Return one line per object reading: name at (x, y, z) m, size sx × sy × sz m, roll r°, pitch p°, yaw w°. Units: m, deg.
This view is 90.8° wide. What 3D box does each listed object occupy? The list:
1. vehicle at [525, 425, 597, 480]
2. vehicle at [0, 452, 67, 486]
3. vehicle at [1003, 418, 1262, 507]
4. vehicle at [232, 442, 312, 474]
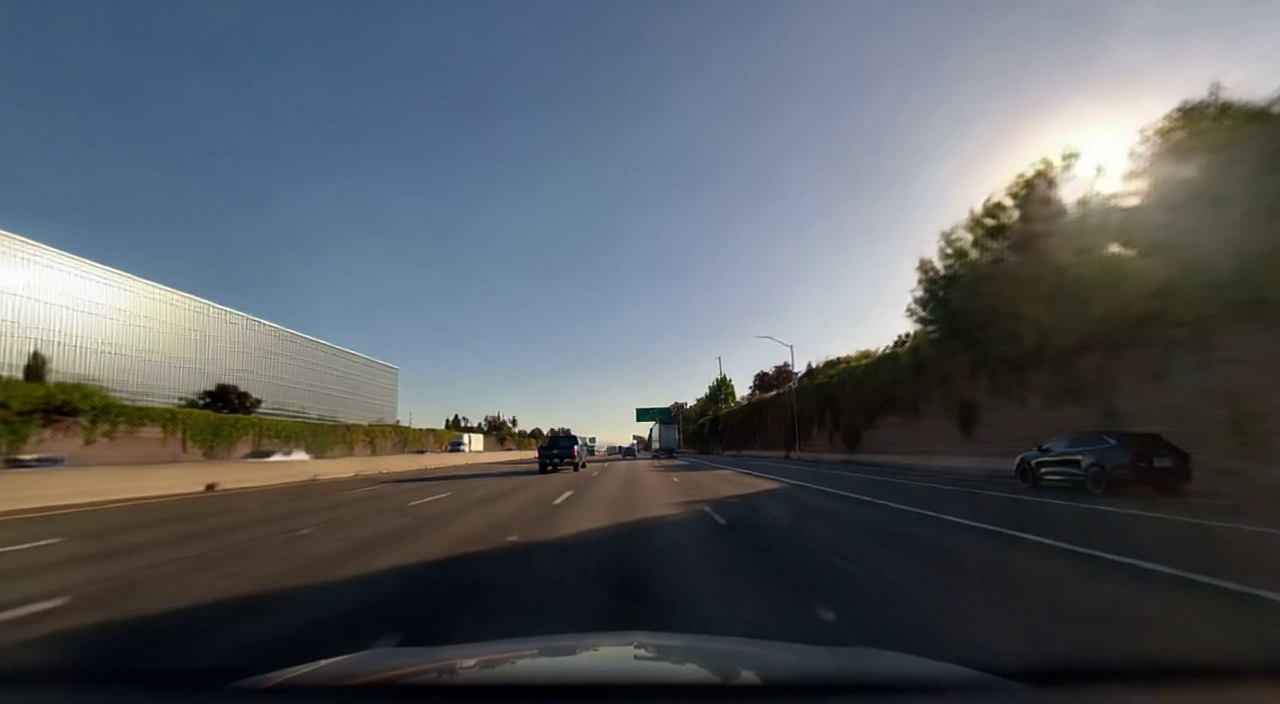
vehicle at (-3.174, 4.225, 26.633) m, size 2.284 × 2.022 × 5.752 m, roll 0°, pitch -9°, yaw 0°
vehicle at (-29.727, 5.491, 29.781) m, size 1.790 × 1.483 × 3.899 m, roll 0°, pitch -9°, yaw -2°
vehicle at (11.449, 2.629, 15.365) m, size 2.089 × 1.787 × 5.080 m, roll 0°, pitch -9°, yaw -1°
vehicle at (-17.412, 5.034, 30.090) m, size 1.676 × 1.434 × 3.575 m, roll 0°, pitch -9°, yaw 0°
